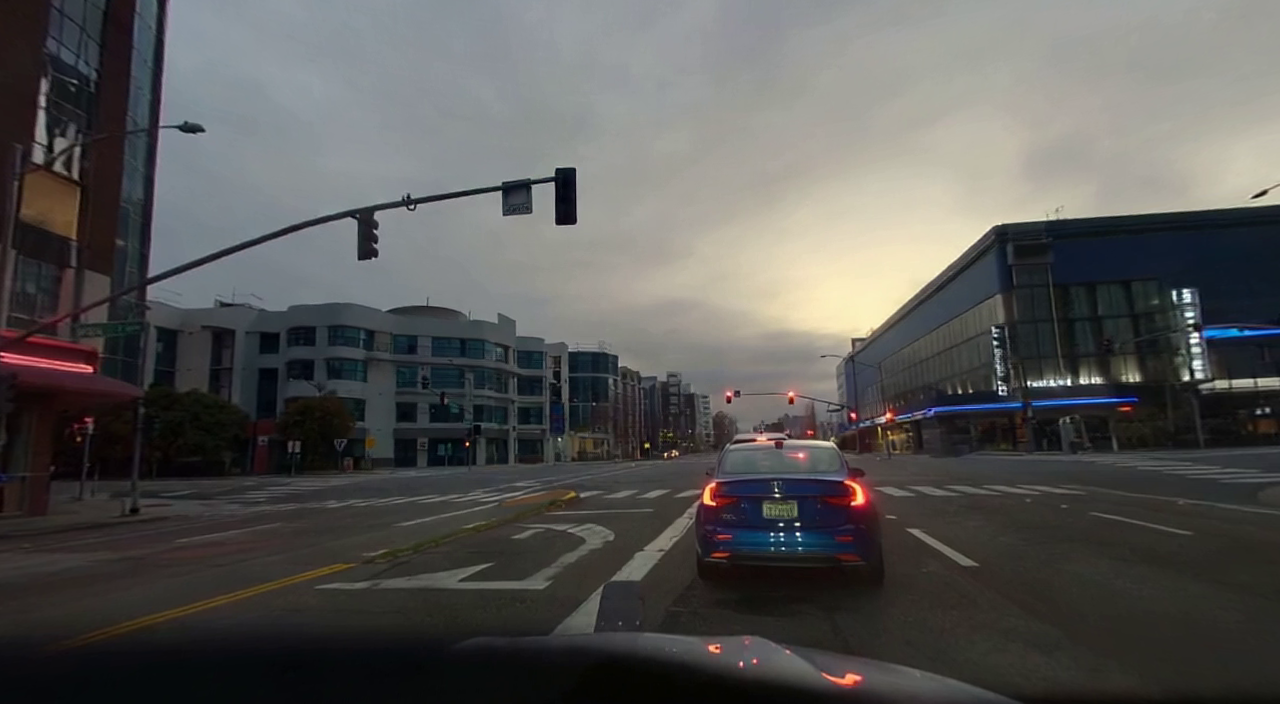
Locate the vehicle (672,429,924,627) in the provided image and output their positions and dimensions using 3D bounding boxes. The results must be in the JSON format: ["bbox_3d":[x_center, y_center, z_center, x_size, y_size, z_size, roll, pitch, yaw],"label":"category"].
[{"bbox_3d":[1.581,1.671,7.118,1.872,1.459,4.483,-1,-9,10],"label":"vehicle"}]
